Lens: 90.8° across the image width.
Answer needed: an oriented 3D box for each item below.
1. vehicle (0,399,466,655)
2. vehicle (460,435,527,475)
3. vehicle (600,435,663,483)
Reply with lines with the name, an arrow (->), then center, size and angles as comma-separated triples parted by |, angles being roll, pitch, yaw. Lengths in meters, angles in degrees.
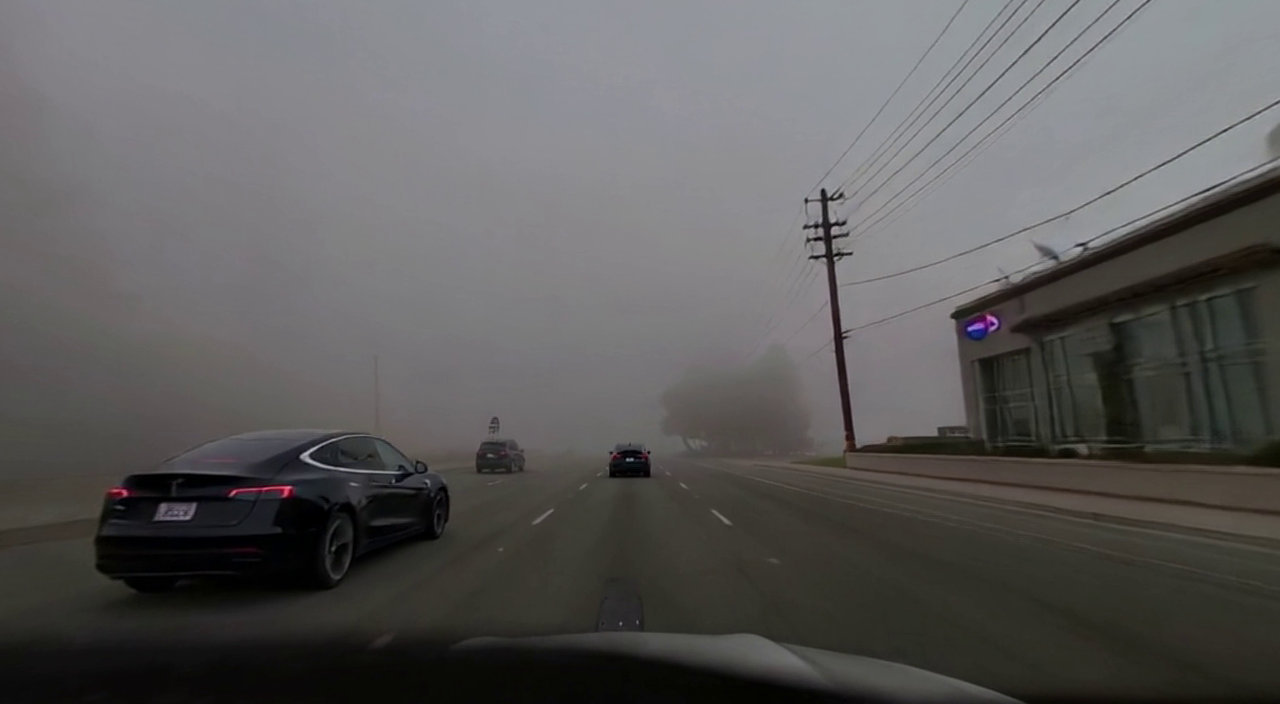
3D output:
vehicle -> -3.518, 1.476, 6.518 | 1.985, 1.607, 4.892 | 0, -9, 1
vehicle -> -7.251, 5.144, 31.769 | 2.203, 1.819, 4.547 | 0, -9, 1
vehicle -> -0.312, 4.060, 24.274 | 2.189, 1.652, 4.135 | 0, -9, 0
